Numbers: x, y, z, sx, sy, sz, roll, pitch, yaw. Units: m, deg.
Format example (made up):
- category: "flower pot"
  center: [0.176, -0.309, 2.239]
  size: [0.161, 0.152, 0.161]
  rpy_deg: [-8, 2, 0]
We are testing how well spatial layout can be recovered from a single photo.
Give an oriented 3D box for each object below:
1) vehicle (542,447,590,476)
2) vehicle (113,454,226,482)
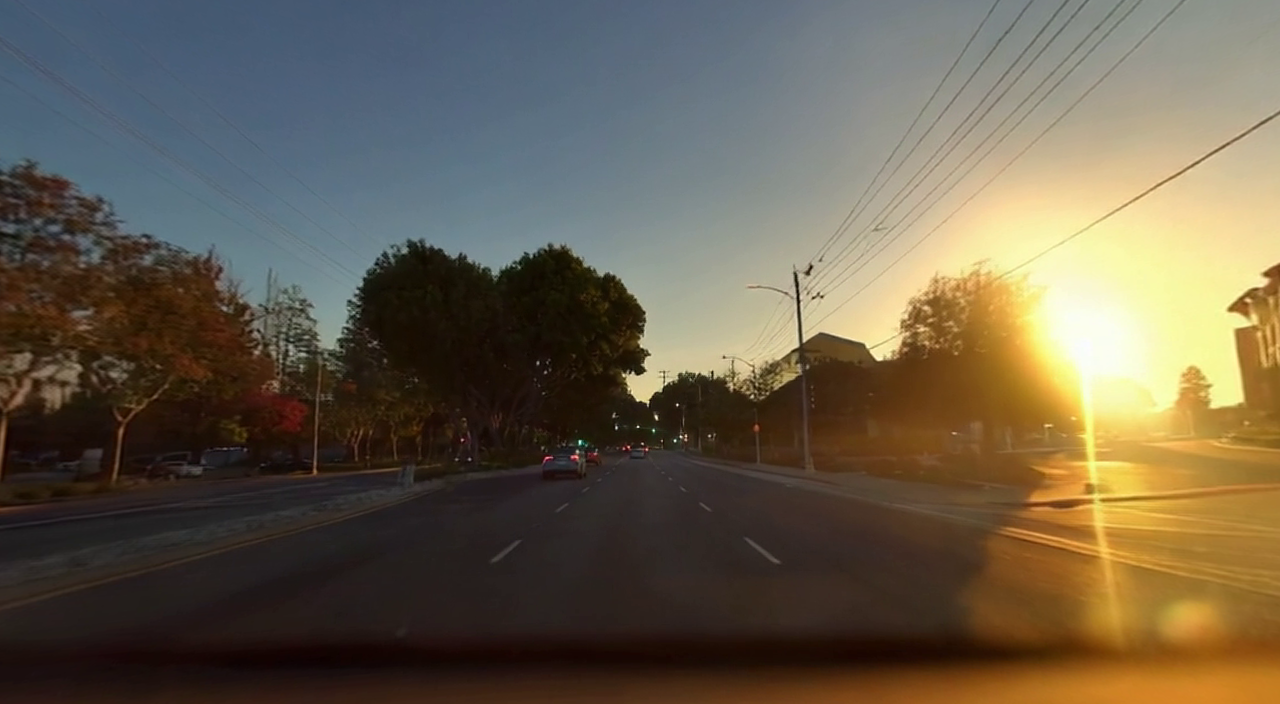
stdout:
- category: "vehicle"
  center: [-3.881, 5.813, 33.721]
  size: [2.076, 1.444, 4.328]
  rpy_deg: [0, -9, 0]
- category: "vehicle"
  center: [-33.918, 8.336, 45.501]
  size: [6.134, 1.918, 2.296]
  rpy_deg: [1, -9, -4]
